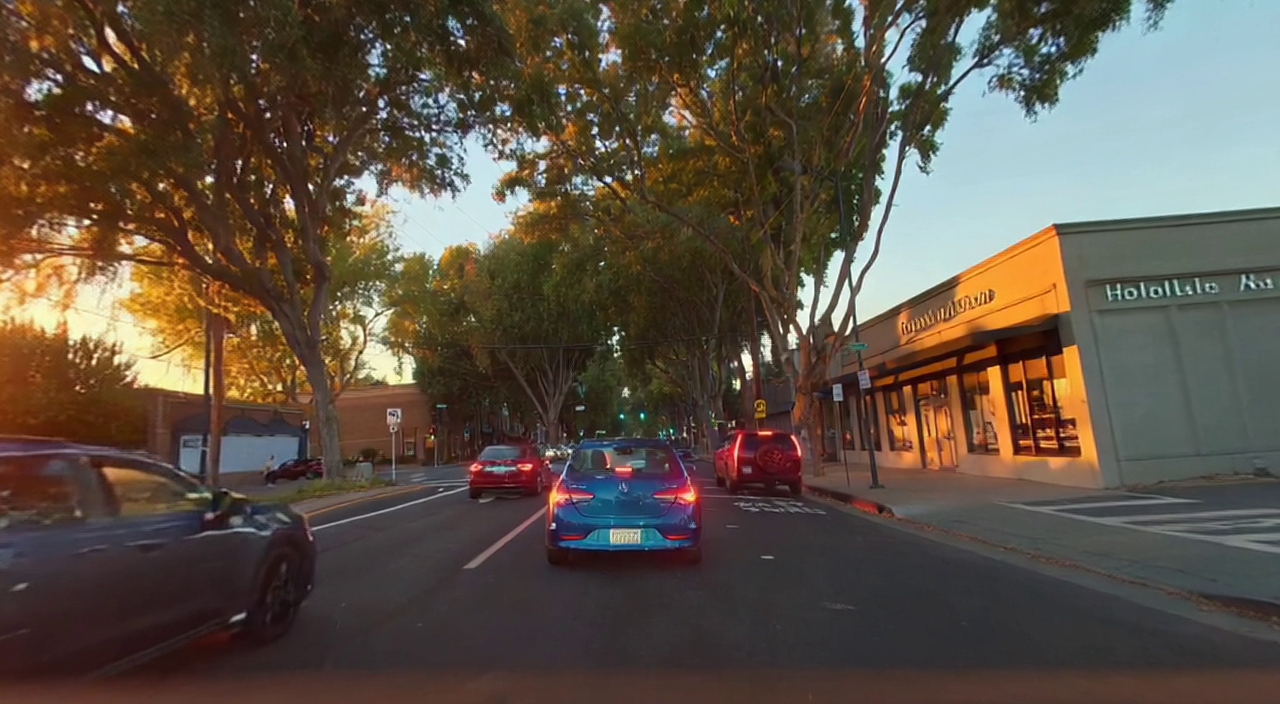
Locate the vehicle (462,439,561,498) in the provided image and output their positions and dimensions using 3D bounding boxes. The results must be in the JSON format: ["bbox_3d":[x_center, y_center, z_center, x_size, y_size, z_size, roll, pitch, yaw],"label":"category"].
[{"bbox_3d":[-3.484,3.237,17.898,1.905,1.473,4.016,0,-9,1],"label":"vehicle"}]

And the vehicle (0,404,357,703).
[{"bbox_3d":[-3.356,1.012,2.868,2.029,1.456,4.414,0,-9,1],"label":"vehicle"}]

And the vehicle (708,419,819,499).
[{"bbox_3d":[3.329,3.018,18.071,2.152,1.987,4.527,0,-9,-2],"label":"vehicle"}]

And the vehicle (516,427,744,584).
[{"bbox_3d":[-0.115,1.769,8.091,2.160,1.482,4.037,0,-9,-1],"label":"vehicle"}]
